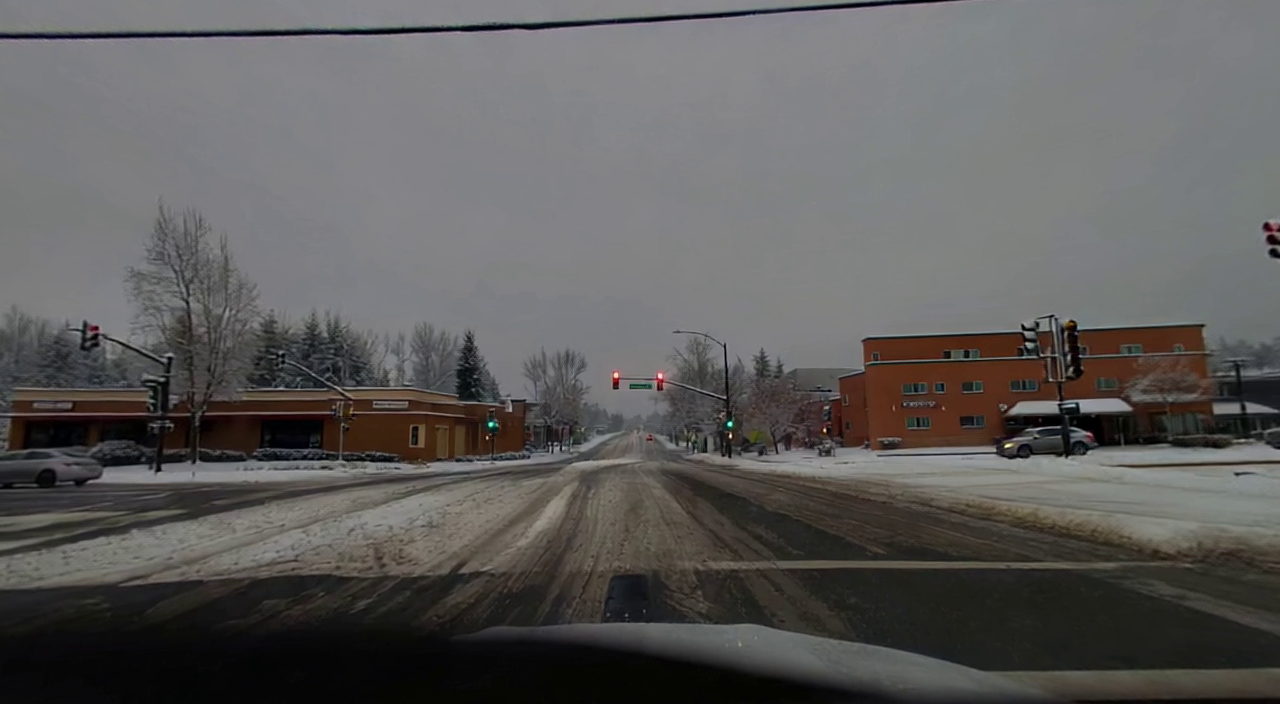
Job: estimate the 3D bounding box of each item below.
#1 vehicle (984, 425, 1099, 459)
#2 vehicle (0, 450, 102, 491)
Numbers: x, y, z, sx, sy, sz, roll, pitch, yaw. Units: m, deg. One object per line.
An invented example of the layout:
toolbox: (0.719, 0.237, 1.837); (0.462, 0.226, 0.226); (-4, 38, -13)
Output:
vehicle: (20.446, 4.593, 32.215); (4.483, 1.691, 1.949); (0, -8, 1)
vehicle: (-25.236, 4.844, 26.018); (4.332, 1.573, 1.900); (0, -8, 3)
